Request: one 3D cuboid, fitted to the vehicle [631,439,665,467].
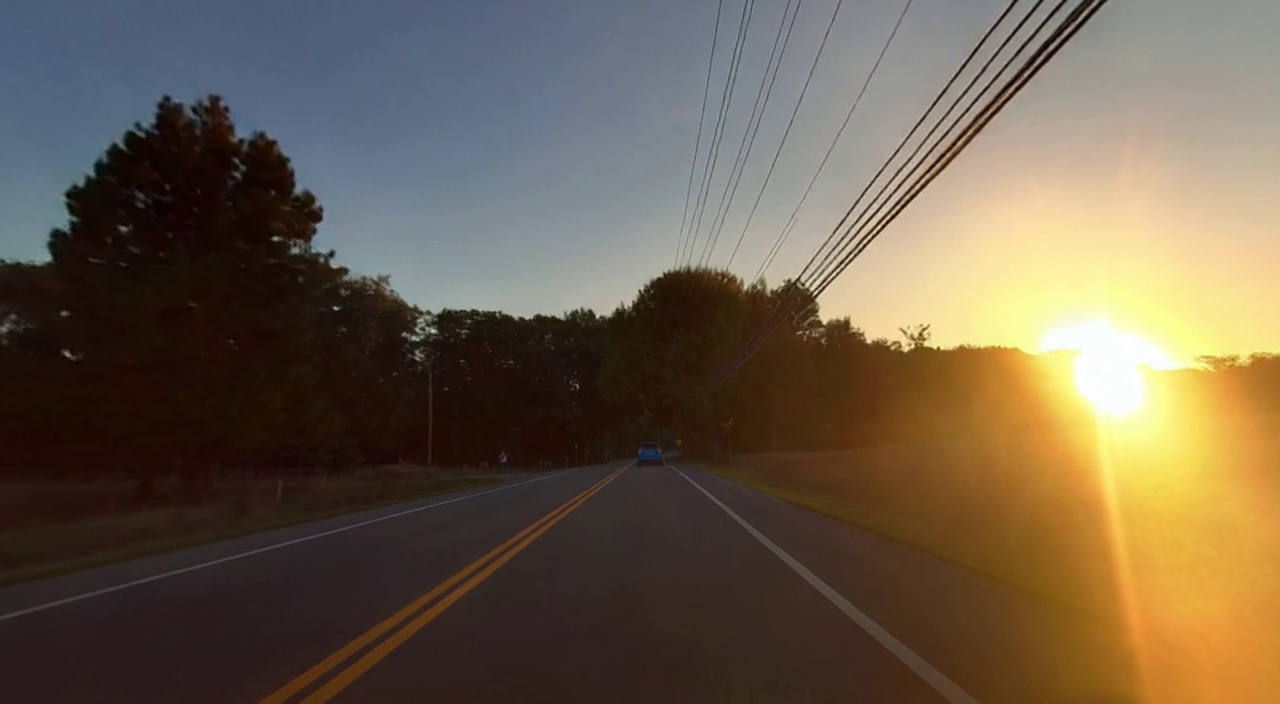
[{"bbox_3d":[0.586,7.702,48.255,2.468,2.056,4.422,0,-8,0],"label":"vehicle"}]
